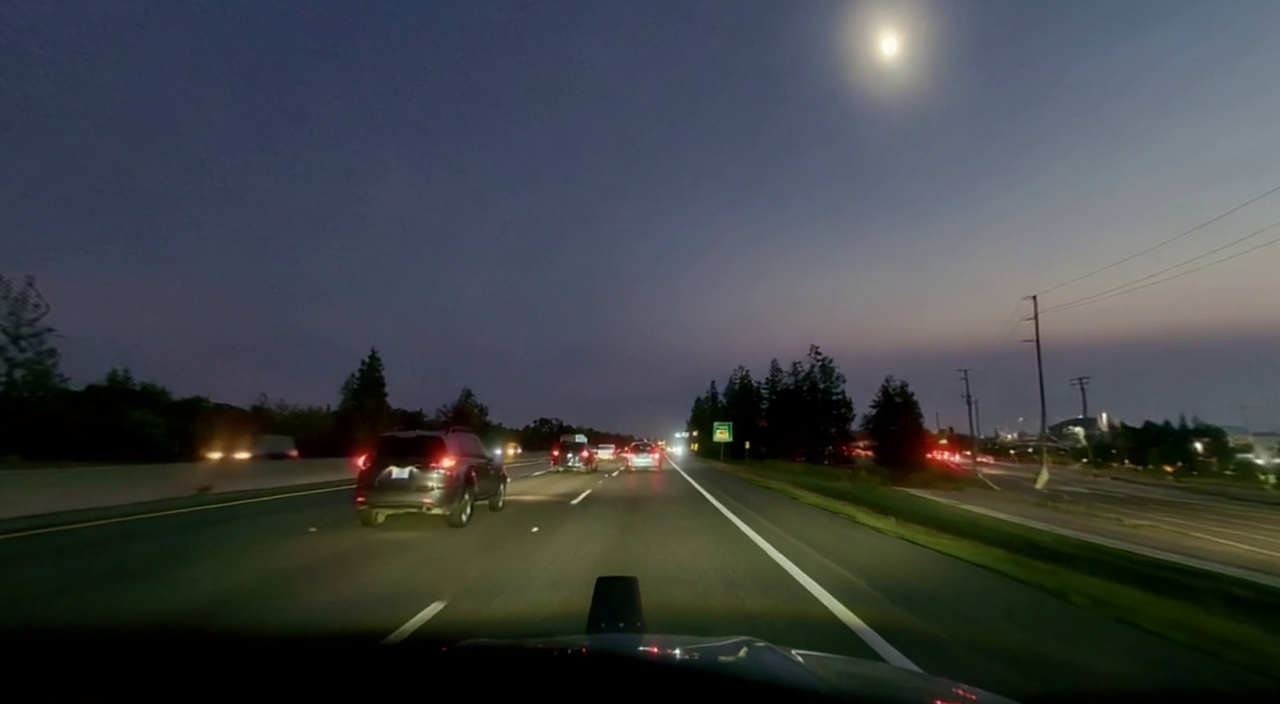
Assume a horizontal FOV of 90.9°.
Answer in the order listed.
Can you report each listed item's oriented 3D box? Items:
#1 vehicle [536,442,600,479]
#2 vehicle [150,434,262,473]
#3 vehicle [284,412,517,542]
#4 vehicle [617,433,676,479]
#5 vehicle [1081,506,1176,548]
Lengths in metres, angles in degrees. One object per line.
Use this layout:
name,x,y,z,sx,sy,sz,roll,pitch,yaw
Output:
vehicle,-3.040,4.694,27.595,2.092,1.464,4.466,0,-8,2
vehicle,-20.619,4.836,30.249,1.958,1.698,4.572,0,-8,2
vehicle,-3.709,2.037,10.889,2.104,1.754,4.515,0,-8,2
vehicle,0.300,4.392,26.855,2.319,1.813,4.274,0,-8,1
vehicle,24.998,8.952,32.480,1.985,1.513,4.339,-2,-8,10
